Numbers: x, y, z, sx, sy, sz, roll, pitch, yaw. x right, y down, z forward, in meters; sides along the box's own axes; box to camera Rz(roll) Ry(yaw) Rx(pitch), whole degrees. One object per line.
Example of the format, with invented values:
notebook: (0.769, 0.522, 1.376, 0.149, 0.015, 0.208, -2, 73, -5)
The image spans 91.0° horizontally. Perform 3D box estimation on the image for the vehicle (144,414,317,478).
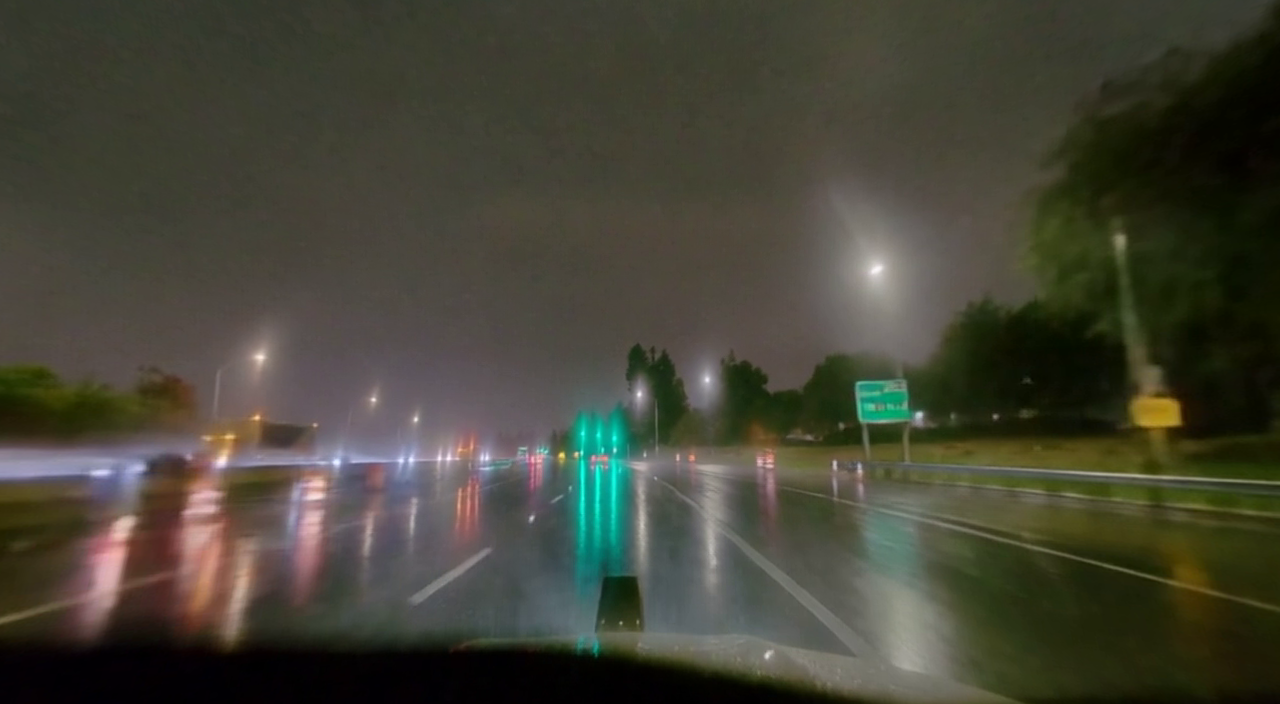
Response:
vehicle: (-17.674, 4.348, 27.970, 2.750, 2.474, 7.300, 0, -11, 0)
